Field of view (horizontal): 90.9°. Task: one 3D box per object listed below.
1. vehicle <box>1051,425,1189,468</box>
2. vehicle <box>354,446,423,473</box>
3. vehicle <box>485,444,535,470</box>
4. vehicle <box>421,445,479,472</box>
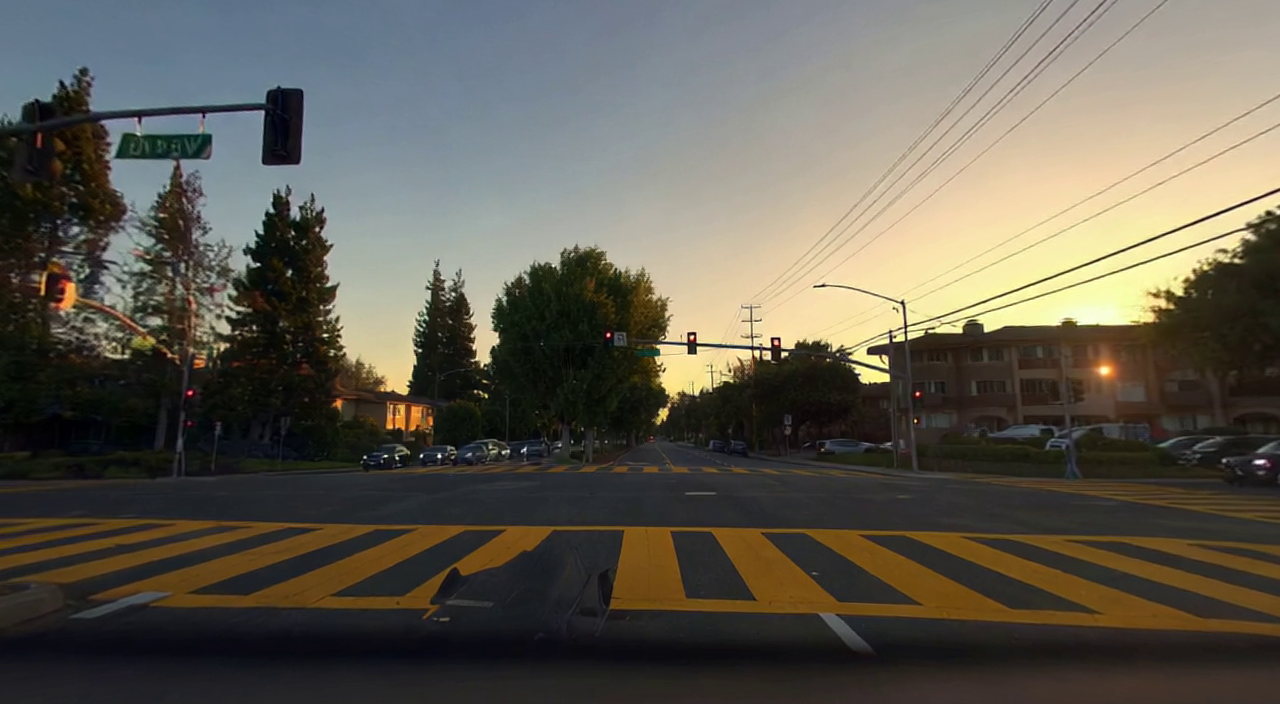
[{"bbox_3d":[25.304,5.008,33.560,2.177,2.086,5.514,2,-9,-14],"label":"vehicle"},{"bbox_3d":[-14.616,6.263,36.910,2.035,1.470,4.677,0,-8,1],"label":"vehicle"},{"bbox_3d":[-7.643,6.183,37.460,1.958,1.415,4.312,0,-8,1],"label":"vehicle"},{"bbox_3d":[-10.944,6.121,36.549,2.007,1.451,4.242,0,-8,0],"label":"vehicle"}]
